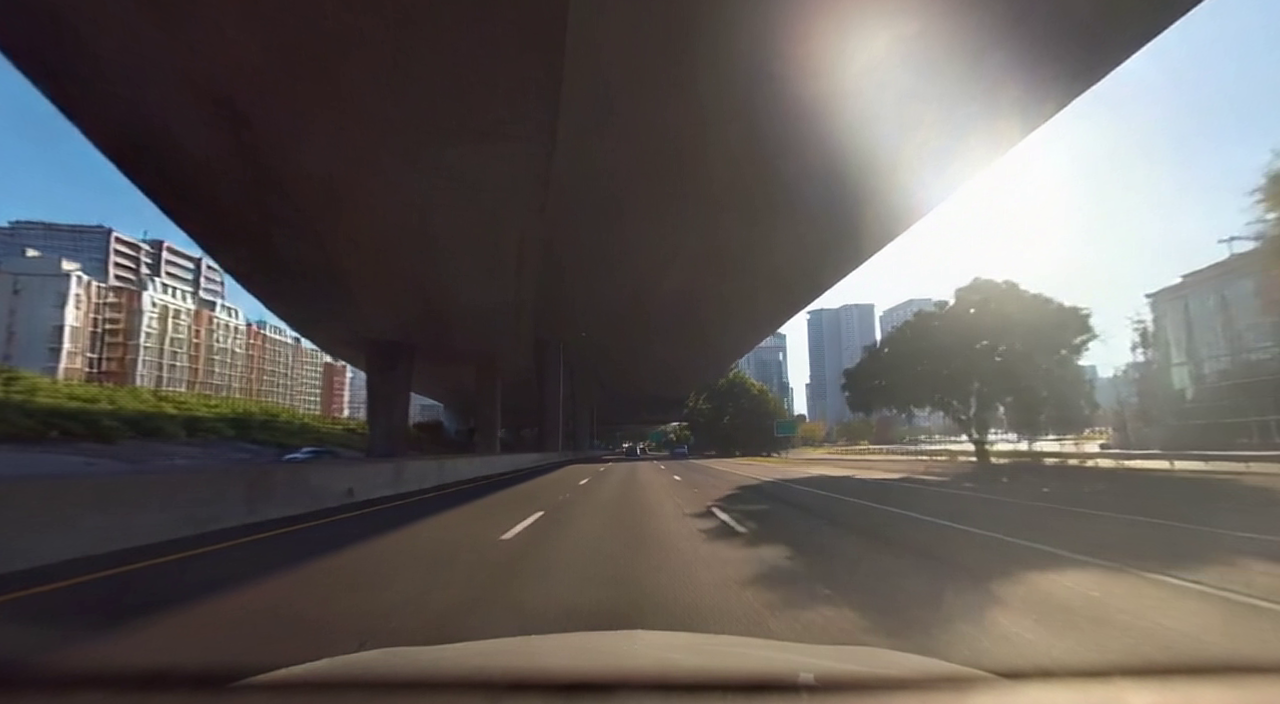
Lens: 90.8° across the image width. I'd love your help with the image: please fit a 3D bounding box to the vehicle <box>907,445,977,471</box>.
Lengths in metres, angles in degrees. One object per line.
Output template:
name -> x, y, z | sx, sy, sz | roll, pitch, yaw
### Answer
vehicle -> 18.569, 6.525, 39.134 | 2.059, 1.457, 4.537 | 0, -8, 0
